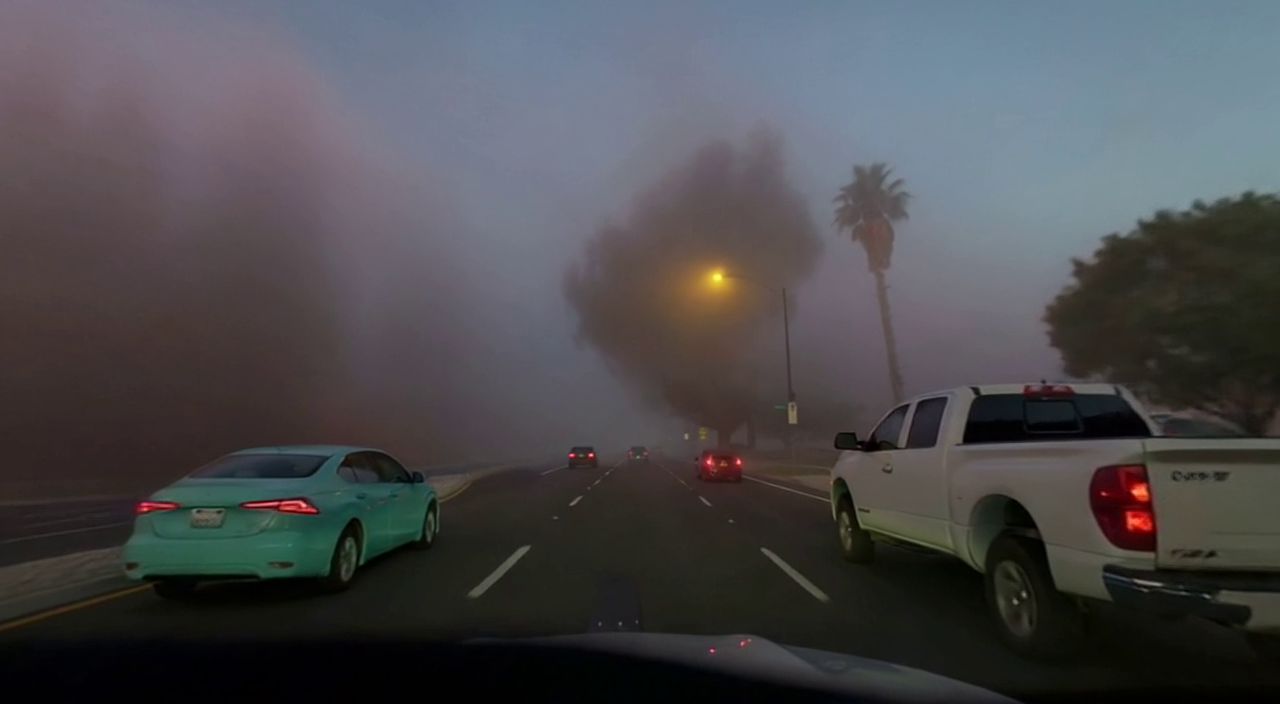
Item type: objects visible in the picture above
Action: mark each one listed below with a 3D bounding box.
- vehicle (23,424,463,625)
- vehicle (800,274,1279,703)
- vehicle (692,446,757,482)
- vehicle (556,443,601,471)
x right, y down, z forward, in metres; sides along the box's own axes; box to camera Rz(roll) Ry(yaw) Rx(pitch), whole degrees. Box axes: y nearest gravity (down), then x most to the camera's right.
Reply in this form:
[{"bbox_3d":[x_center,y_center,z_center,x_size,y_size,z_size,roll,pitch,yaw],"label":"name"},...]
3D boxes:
[{"bbox_3d":[-3.629,1.637,7.011,2.094,1.509,4.286,0,-8,0],"label":"vehicle"},{"bbox_3d":[3.337,1.103,5.277,2.478,2.030,5.723,0,-9,0],"label":"vehicle"},{"bbox_3d":[3.642,4.943,28.252,2.149,1.421,4.805,0,-9,-1],"label":"vehicle"},{"bbox_3d":[-3.604,6.259,37.788,2.263,1.548,4.555,0,-8,0],"label":"vehicle"}]
